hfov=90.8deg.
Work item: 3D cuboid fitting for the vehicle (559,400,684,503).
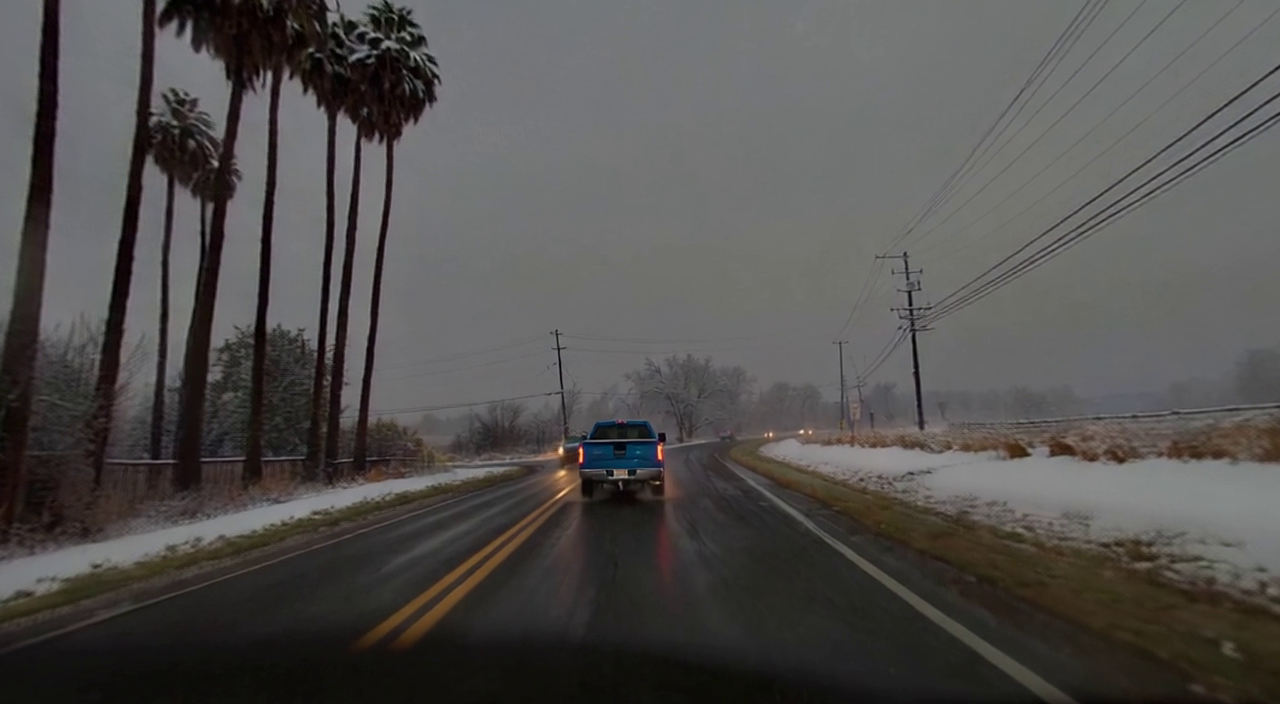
[{"bbox_3d":[-0.451,2.599,16.729,2.693,2.223,5.885,0,-8,-1],"label":"vehicle"}]
